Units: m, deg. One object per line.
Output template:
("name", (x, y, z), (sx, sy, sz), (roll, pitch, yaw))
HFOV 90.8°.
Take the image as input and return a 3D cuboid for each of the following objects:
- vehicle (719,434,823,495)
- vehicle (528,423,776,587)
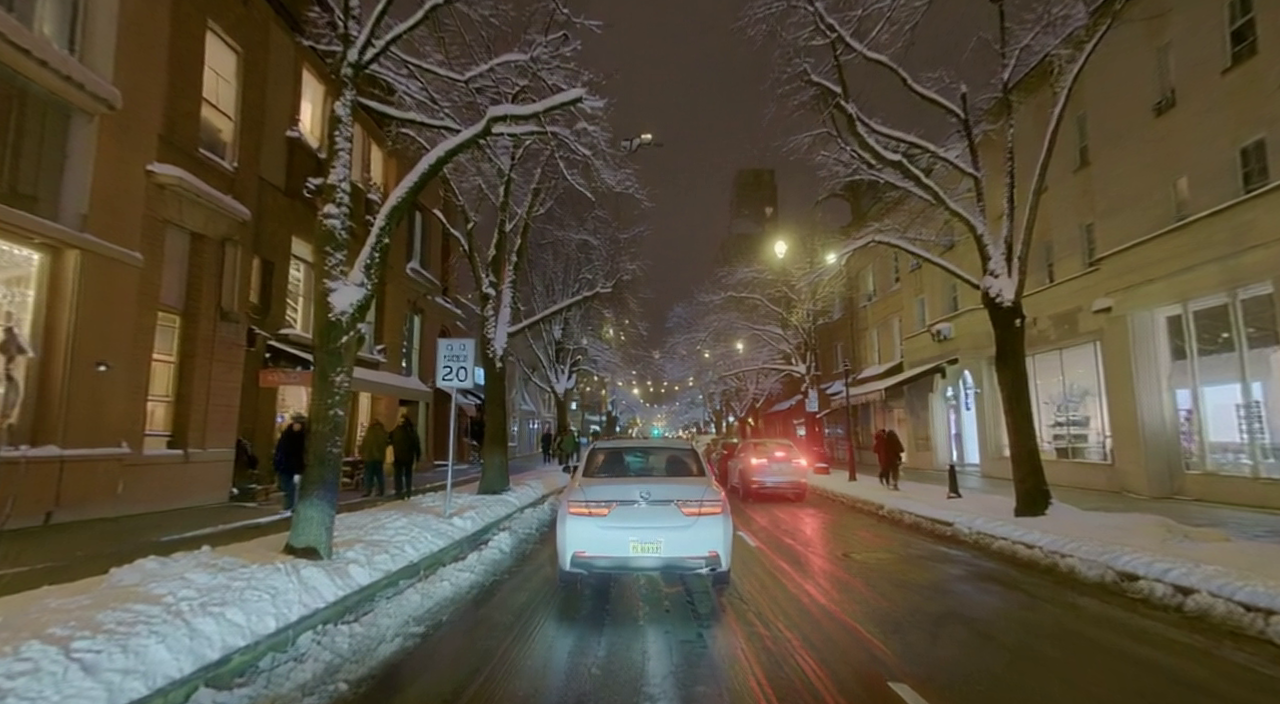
("vehicle", (3.618, 3.196, 18.351), (2.025, 1.523, 4.426), (0, -9, 0))
("vehicle", (0.085, 1.715, 7.917), (2.261, 1.474, 4.130), (0, -8, -1))
